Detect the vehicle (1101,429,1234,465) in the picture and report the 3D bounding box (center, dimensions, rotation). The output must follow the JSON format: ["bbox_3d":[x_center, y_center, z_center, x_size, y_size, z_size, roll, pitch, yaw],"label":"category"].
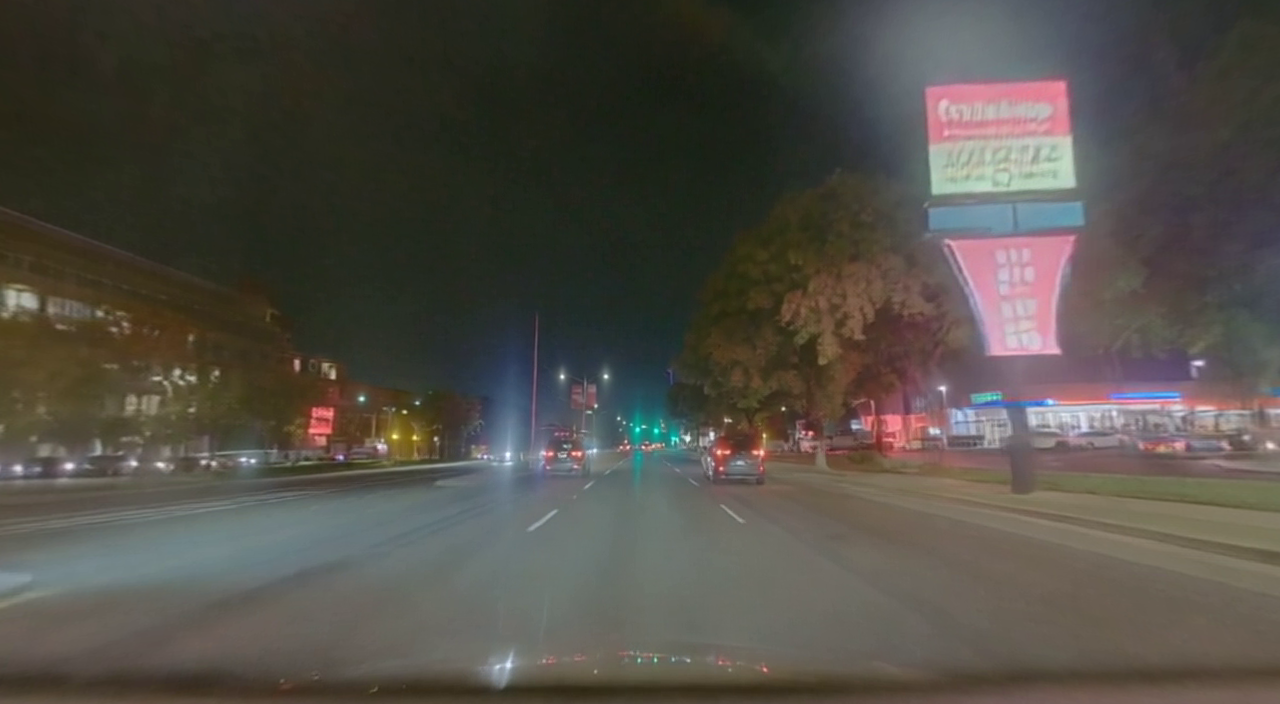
[{"bbox_3d":[27.189,4.927,32.502,4.699,1.608,2.379,-2,-9,-2],"label":"vehicle"}]

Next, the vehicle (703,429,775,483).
[{"bbox_3d":[3.773,4.037,24.677,2.024,1.921,4.431,0,-8,-1],"label":"vehicle"}]

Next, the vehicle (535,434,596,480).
[{"bbox_3d":[-3.111,4.470,27.028,2.014,1.775,4.404,0,-8,1],"label":"vehicle"}]

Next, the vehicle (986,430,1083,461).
[{"bbox_3d":[29.541,6.995,47.116,5.686,2.220,2.112,0,-8,4],"label":"vehicle"}]

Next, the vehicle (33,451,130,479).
[{"bbox_3d":[-36.704,7.394,41.440,2.124,1.713,4.465,0,-8,2],"label":"vehicle"}]

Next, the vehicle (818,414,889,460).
[{"bbox_3d":[16.522,6.785,49.155,2.919,3.125,7.218,2,-10,-1],"label":"vehicle"}]

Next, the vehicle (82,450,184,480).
[{"bbox_3d":[-33.331,7.383,41.491,2.099,1.792,5.422,0,-8,1],"label":"vehicle"}]
